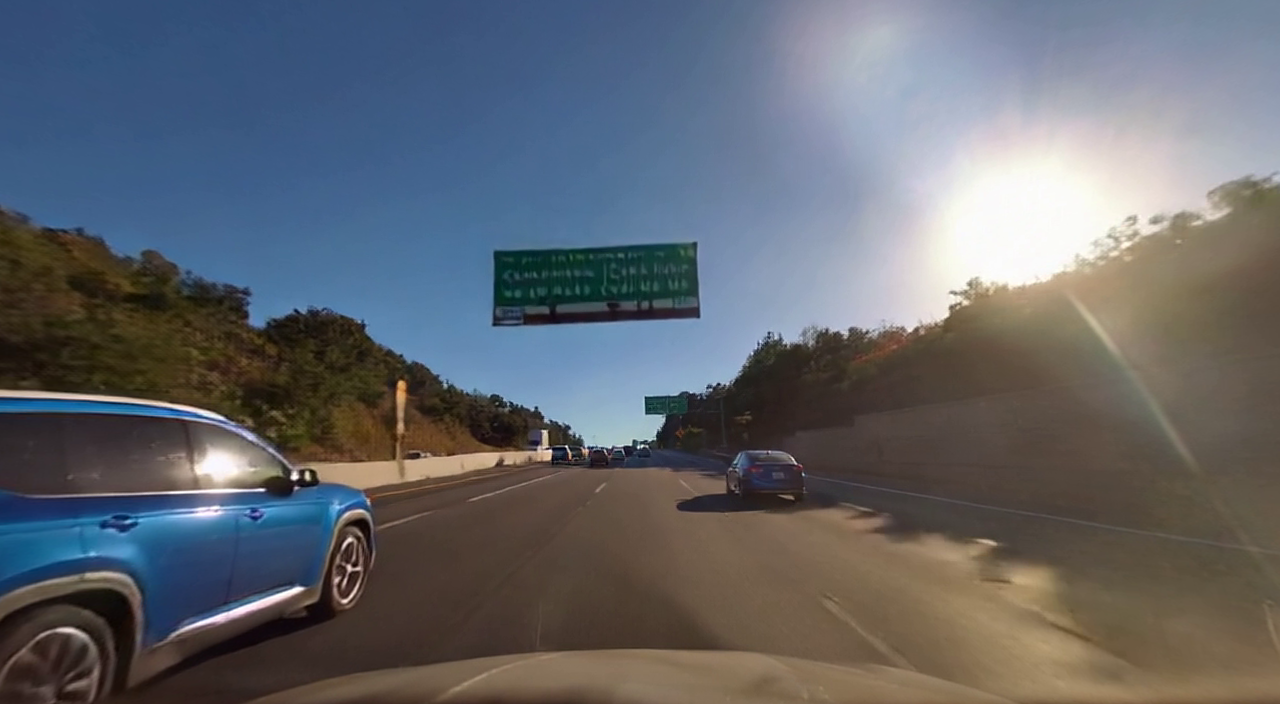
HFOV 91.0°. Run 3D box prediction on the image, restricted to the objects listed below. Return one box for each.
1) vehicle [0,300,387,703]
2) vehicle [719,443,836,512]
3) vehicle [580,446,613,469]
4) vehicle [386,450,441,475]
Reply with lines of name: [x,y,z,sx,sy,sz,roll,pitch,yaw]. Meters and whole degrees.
vehicle: [-3.153,0.835,2.851,2.137,1.756,4.453,0,-9,0]
vehicle: [3.267,3.061,15.906,1.979,1.486,4.125,0,-9,-1]
vehicle: [-3.129,7.688,46.165,2.030,1.563,4.389,0,-9,0]
vehicle: [-14.884,7.291,41.646,1.849,1.513,4.565,0,-9,1]
